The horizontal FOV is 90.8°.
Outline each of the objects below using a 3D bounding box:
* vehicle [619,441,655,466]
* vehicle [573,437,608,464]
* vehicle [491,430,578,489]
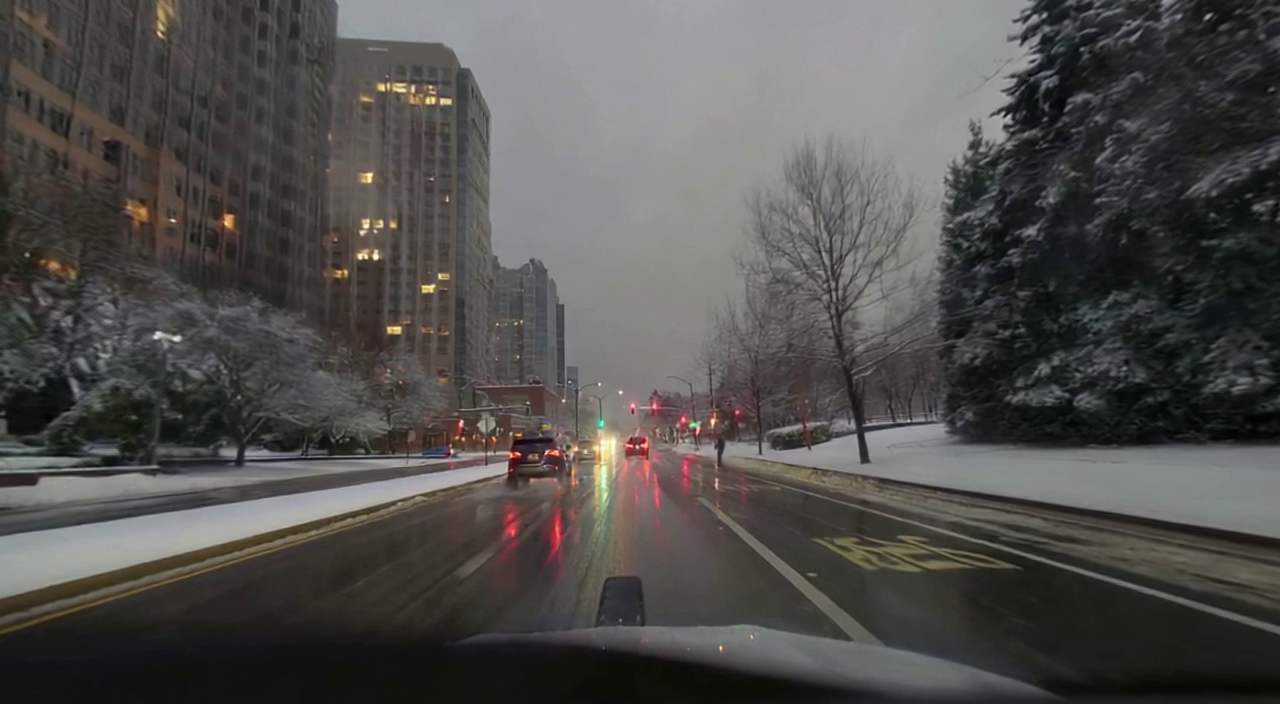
[{"bbox_3d":[-0.211,6.251,39.089,2.095,1.438,3.843,0,-8,-1],"label":"vehicle"},{"bbox_3d":[-3.495,7.060,45.446,2.152,1.802,4.628,0,-8,0],"label":"vehicle"},{"bbox_3d":[-3.361,3.532,21.028,2.116,1.725,4.315,0,-8,1],"label":"vehicle"}]
